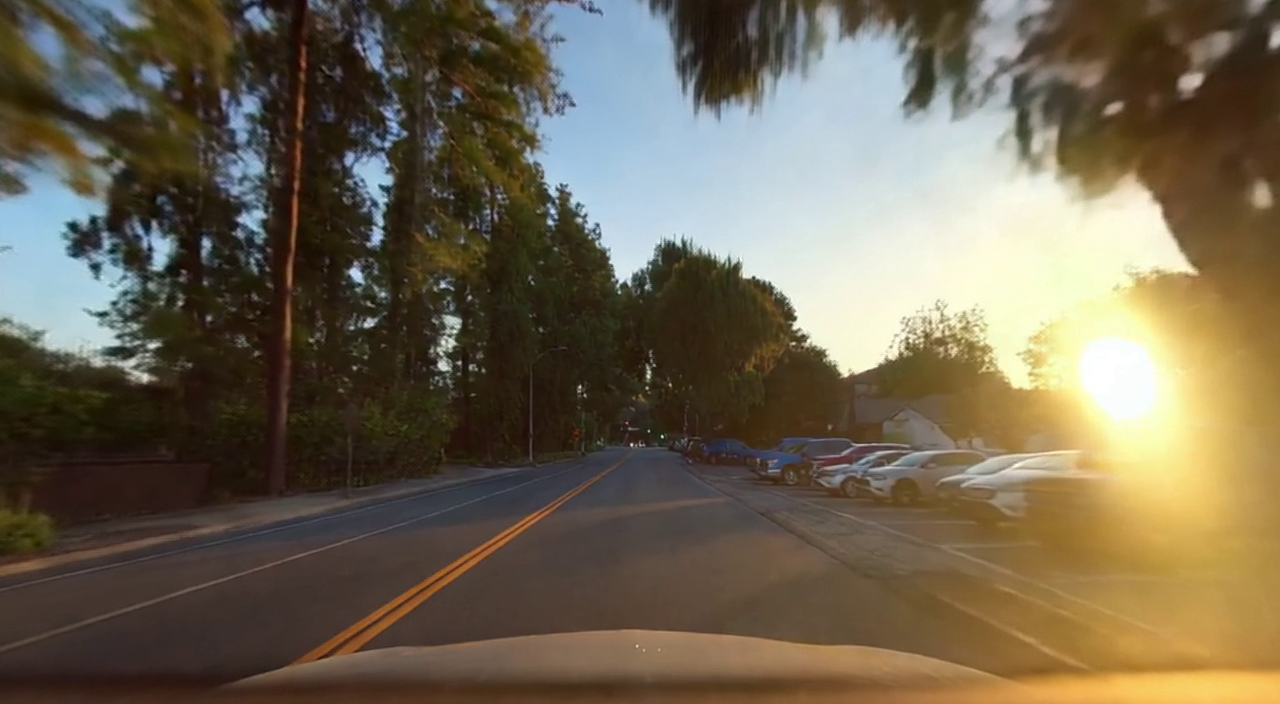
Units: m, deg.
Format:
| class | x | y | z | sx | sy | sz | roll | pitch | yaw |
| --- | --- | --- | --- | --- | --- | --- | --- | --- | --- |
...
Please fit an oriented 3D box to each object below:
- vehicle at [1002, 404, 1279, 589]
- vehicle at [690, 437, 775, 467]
| class | x | y | z | sx | sy | sz | roll | pitch | yaw |
| --- | --- | --- | --- | --- | --- | --- | --- | --- | --- |
| vehicle | 7.447 | 1.705 | 8.023 | 4.475 | 1.903 | 2.184 | 2 | -3 | -3 |
| vehicle | 6.663 | 7.307 | 46.177 | 5.797 | 2.070 | 2.502 | 0 | -9 | -1 |
